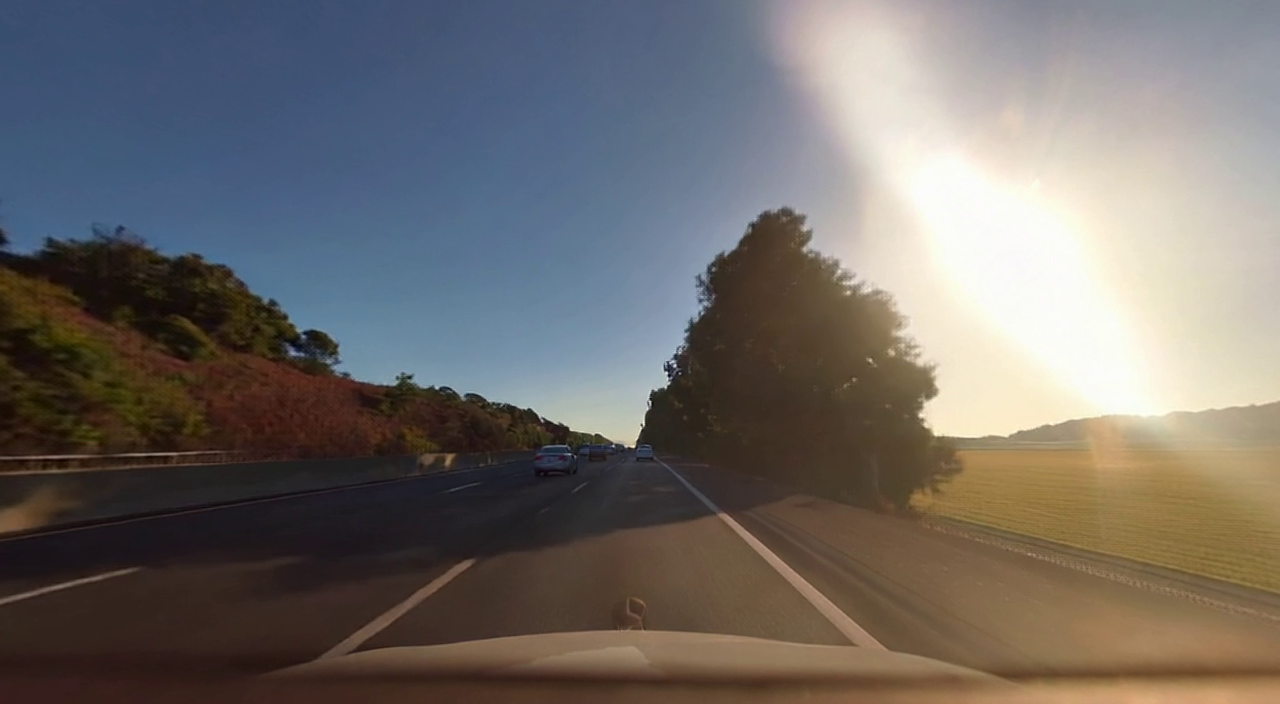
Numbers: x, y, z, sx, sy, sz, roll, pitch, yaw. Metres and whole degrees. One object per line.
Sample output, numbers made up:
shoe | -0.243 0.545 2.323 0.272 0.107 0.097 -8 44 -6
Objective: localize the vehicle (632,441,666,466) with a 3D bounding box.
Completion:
vehicle | 0.633 7.100 44.285 2.259 1.697 4.106 0 -8 1

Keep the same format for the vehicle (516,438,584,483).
vehicle | -3.594 4.424 26.020 2.028 1.634 4.441 -1 -8 2
